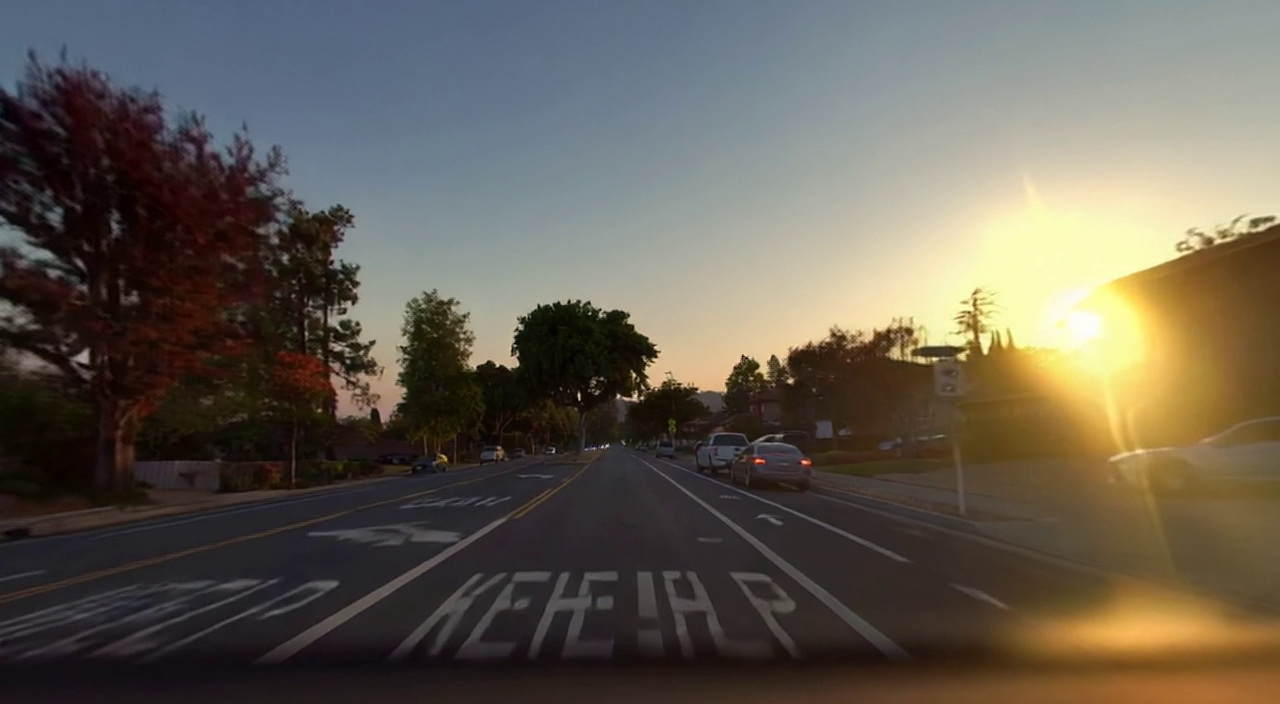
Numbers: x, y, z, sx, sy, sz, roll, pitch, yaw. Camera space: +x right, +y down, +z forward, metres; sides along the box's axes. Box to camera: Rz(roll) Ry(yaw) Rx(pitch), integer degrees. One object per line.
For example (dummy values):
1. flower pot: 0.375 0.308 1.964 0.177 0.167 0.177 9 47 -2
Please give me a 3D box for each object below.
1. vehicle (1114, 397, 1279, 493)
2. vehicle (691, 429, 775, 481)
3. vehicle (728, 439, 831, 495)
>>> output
1. vehicle: 11.505 1.685 11.463 4.492 1.619 1.849 -7 -11 37
2. vehicle: 3.590 4.153 25.758 2.293 1.858 5.868 0 -8 -2
3. vehicle: 4.045 3.403 19.097 1.919 1.474 4.370 0 -8 -3
